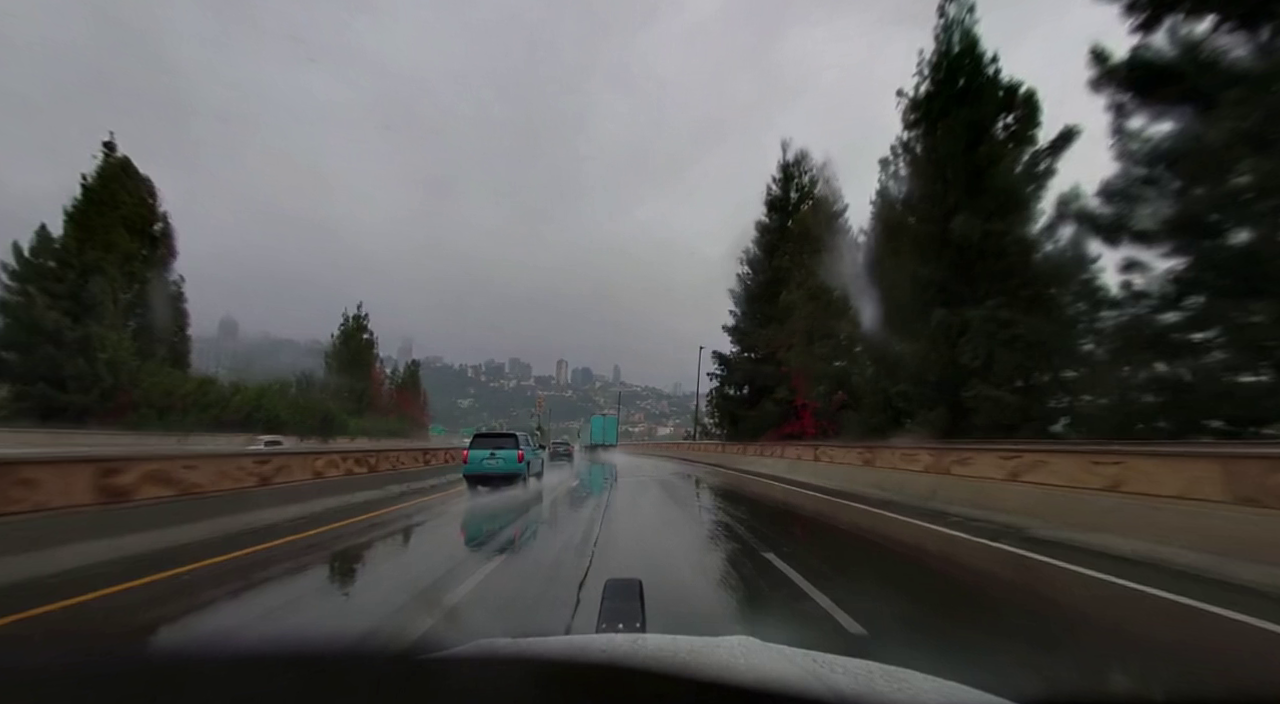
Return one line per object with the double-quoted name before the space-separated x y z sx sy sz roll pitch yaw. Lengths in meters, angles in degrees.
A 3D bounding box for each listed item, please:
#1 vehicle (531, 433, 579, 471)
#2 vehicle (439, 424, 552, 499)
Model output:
"vehicle" -4.266 5.101 32.245 2.044 1.740 4.361 1 -9 -2
"vehicle" -3.691 2.889 16.978 2.041 1.734 4.391 0 -9 -1
